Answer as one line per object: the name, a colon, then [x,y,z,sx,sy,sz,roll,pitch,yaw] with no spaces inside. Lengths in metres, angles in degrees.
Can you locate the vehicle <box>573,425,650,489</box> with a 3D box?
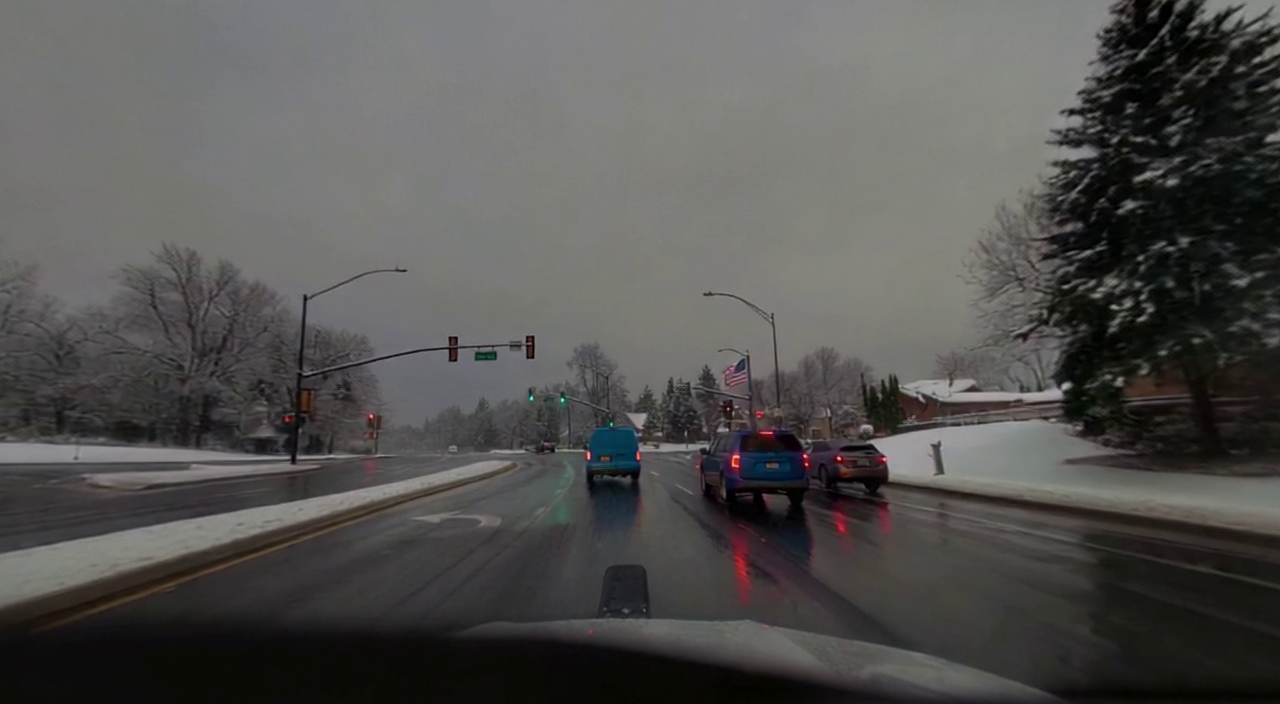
vehicle: [-1.054,3.353,20.527,2.185,1.822,4.583,1,-8,-6]

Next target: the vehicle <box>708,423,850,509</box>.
vehicle: [3.028,2.601,14.887,2.024,1.686,4.588,0,-8,-4]
